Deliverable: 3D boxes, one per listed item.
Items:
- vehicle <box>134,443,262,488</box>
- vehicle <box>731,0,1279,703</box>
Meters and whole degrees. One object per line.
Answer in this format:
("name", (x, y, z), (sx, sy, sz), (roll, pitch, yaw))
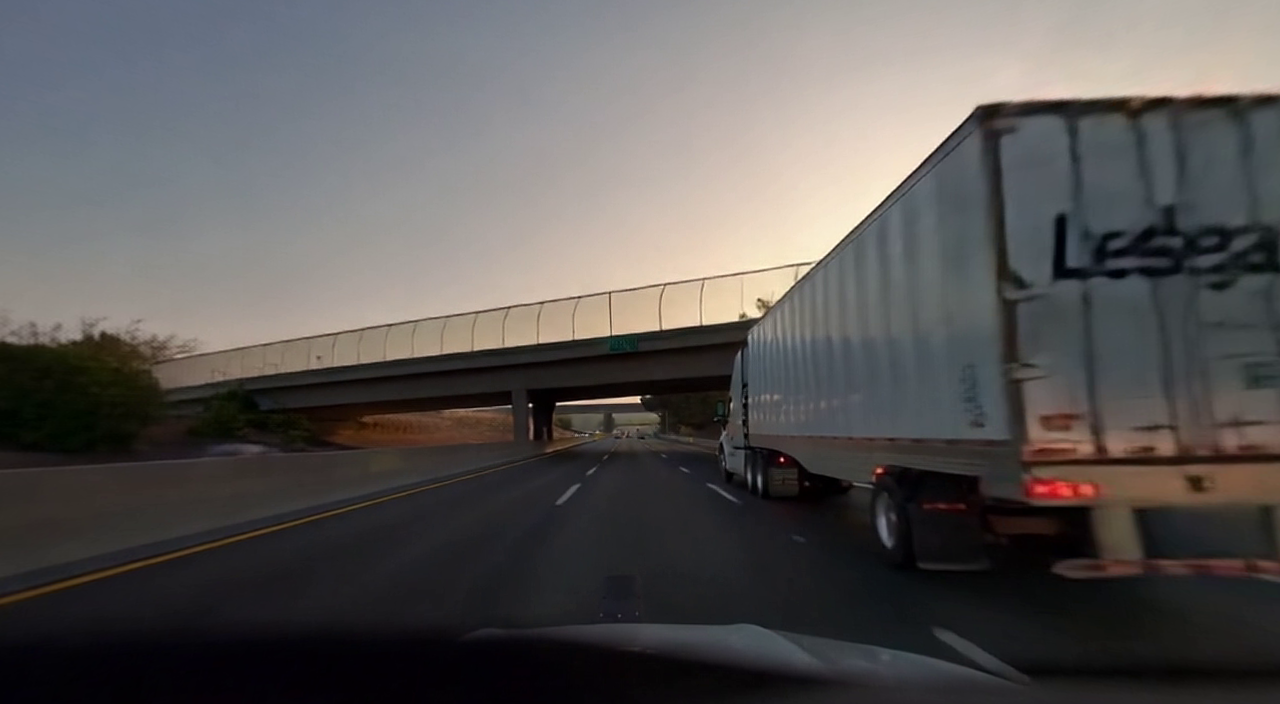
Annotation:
("vehicle", (-16.636, 4.249, 23.972), (1.900, 1.520, 4.141), (0, -8, 0))
("vehicle", (4.058, 0.613, 9.794), (2.920, 4.029, 13.900), (0, -8, -1))
